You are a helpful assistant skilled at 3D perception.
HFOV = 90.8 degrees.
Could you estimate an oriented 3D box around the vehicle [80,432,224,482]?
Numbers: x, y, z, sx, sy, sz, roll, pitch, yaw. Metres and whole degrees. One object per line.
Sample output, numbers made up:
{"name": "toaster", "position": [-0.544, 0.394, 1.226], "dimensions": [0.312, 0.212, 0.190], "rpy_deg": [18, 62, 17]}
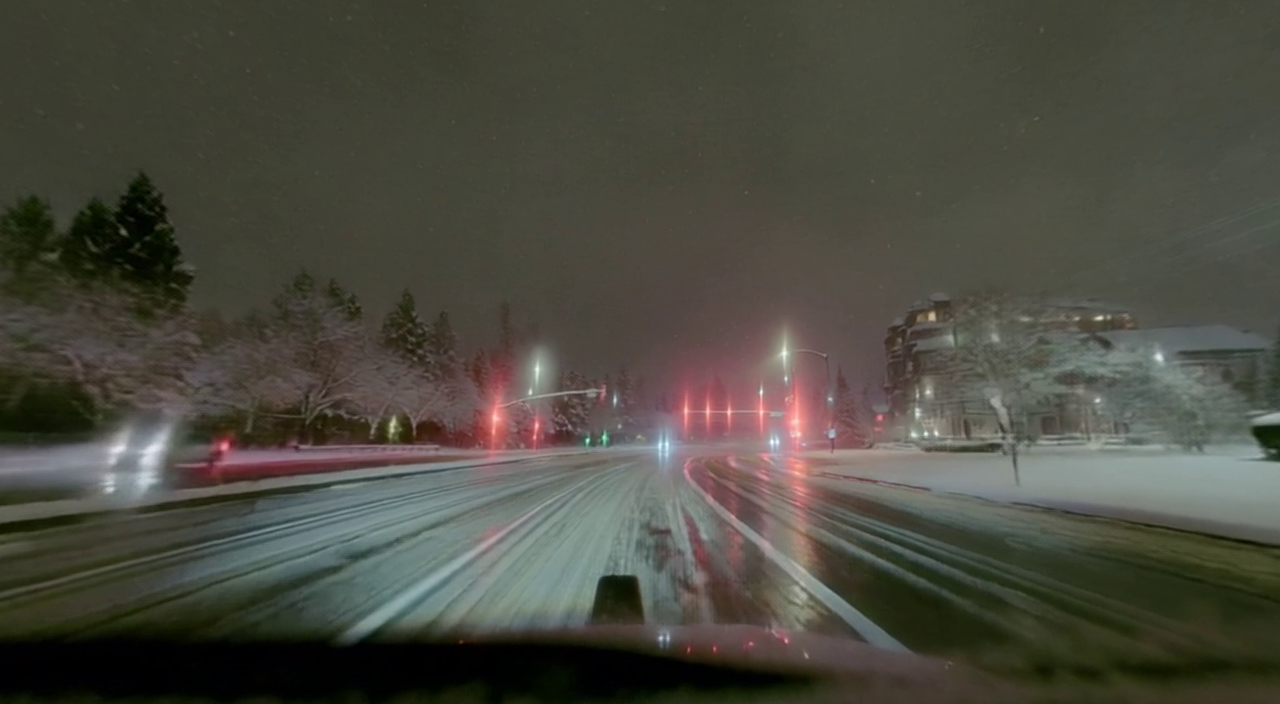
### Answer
{"name": "vehicle", "position": [-18.969, 4.096, 24.883], "dimensions": [1.974, 1.778, 4.391], "rpy_deg": [-1, -8, 3]}
